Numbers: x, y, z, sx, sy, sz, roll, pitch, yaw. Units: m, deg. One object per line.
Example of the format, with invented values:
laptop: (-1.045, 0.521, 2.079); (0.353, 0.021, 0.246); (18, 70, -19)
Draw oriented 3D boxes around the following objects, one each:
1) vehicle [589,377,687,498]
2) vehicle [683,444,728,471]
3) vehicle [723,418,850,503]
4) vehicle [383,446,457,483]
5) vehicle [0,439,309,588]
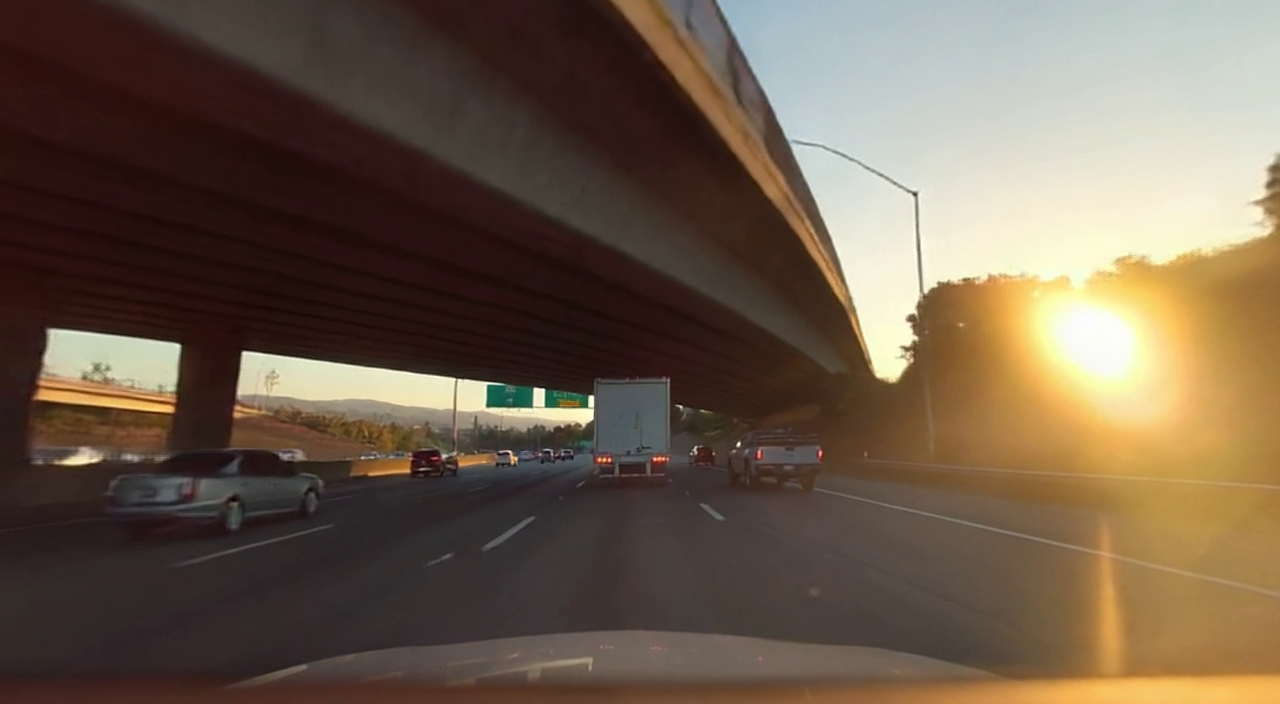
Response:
vehicle: (-0.206, 3.383, 24.338); (2.916, 3.584, 10.841); (0, -9, -1)
vehicle: (4.017, 6.564, 39.398); (2.108, 1.508, 4.744); (0, -9, -2)
vehicle: (3.781, 2.942, 17.389); (2.174, 1.968, 5.016); (0, -9, -1)
vehicle: (-11.287, 5.782, 32.826); (2.119, 1.747, 5.121); (0, -9, -1)
vehicle: (-6.996, 2.046, 8.949); (2.057, 1.506, 4.829); (0, -9, -1)
